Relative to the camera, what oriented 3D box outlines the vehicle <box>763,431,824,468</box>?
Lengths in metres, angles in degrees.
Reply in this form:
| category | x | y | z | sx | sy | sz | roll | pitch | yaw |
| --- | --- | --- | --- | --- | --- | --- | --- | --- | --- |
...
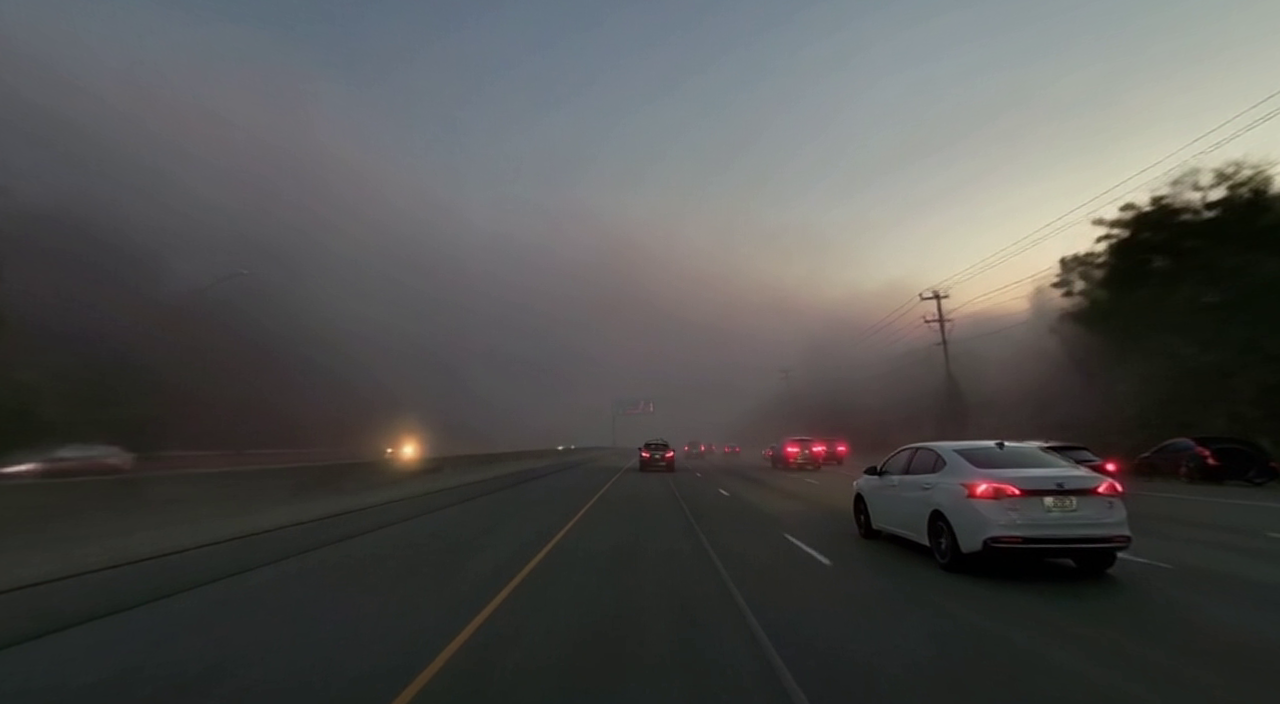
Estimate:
| category | x | y | z | sx | sy | sz | roll | pitch | yaw |
| --- | --- | --- | --- | --- | --- | --- | --- | --- | --- |
| vehicle | 7.959 | 5.113 | 33.178 | 2.041 | 1.821 | 4.562 | 0 | -8 | 0 |

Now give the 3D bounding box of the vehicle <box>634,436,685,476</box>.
| category | x | y | z | sx | sy | sz | roll | pitch | yaw |
| --- | --- | --- | --- | --- | --- | --- | --- | --- | --- |
| vehicle | 0.791 | 4.445 | 27.228 | 2.042 | 1.581 | 3.769 | 0 | -8 | 0 |

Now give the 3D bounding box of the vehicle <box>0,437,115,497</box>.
| category | x | y | z | sx | sy | sz | roll | pitch | yaw |
| --- | --- | --- | --- | --- | --- | --- | --- | --- | --- |
| vehicle | -17.027 | 3.021 | 16.703 | 2.041 | 1.480 | 4.759 | 0 | -8 | 2 |

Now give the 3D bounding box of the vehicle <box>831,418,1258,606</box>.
| category | x | y | z | sx | sy | sz | roll | pitch | yaw |
| --- | --- | --- | --- | --- | --- | --- | --- | --- | --- |
| vehicle | 3.904 | 1.602 | 7.291 | 1.986 | 1.478 | 4.429 | 0 | -8 | 0 |

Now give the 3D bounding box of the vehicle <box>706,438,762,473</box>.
| category | x | y | z | sx | sy | sz | roll | pitch | yaw |
| --- | --- | --- | --- | --- | --- | --- | --- | --- | --- |
| vehicle | 4.185 | 4.703 | 28.767 | 1.936 | 1.465 | 4.060 | 0 | -8 | 0 |
